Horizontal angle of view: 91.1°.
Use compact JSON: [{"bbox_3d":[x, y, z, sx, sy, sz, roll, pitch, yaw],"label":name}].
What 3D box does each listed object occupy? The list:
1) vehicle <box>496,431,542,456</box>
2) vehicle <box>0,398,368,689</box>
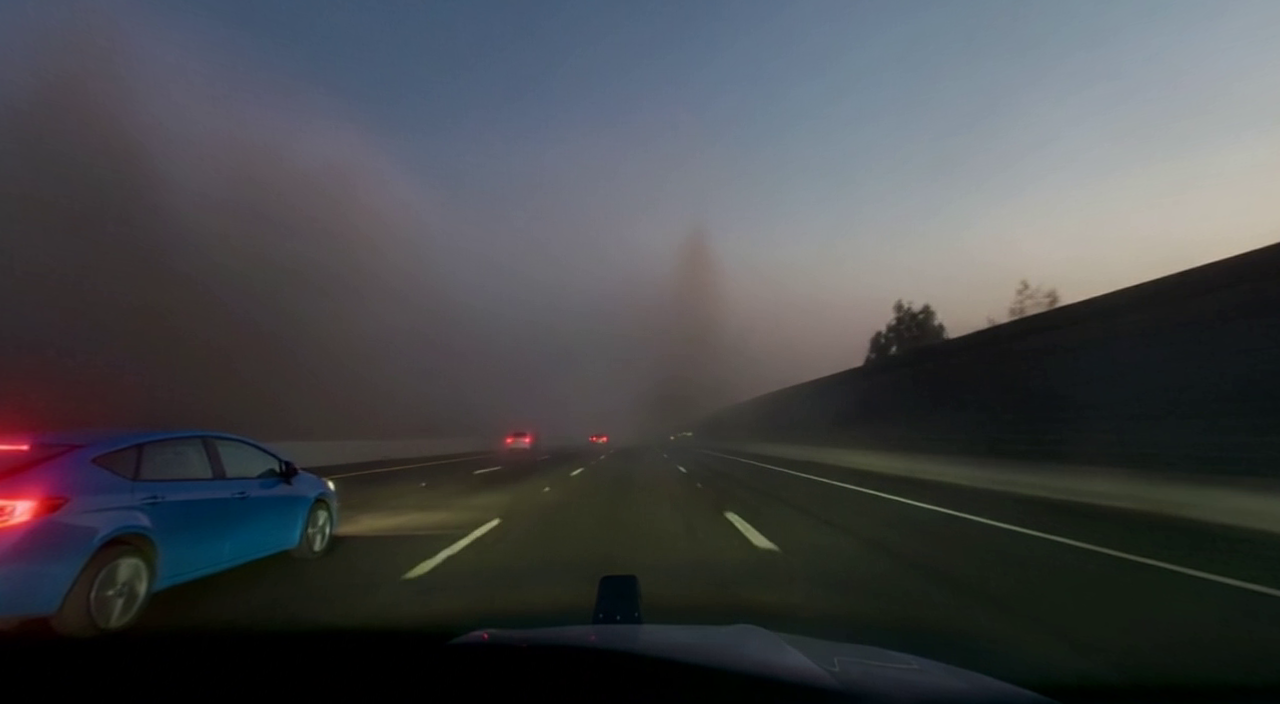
[{"bbox_3d":[-8.004,6.107,42.093,2.053,1.582,4.878,0,-8,1],"label":"vehicle"},{"bbox_3d":[-4.219,1.255,5.278,2.079,1.500,3.881,0,-8,1],"label":"vehicle"}]
